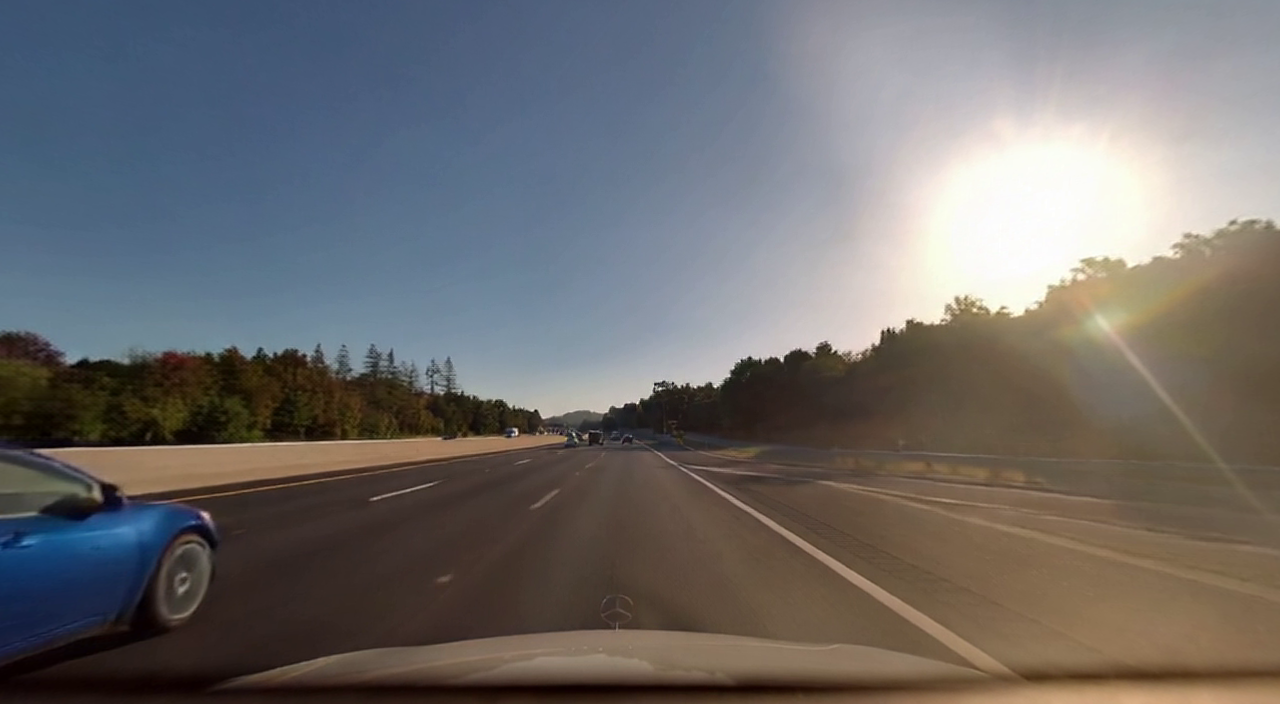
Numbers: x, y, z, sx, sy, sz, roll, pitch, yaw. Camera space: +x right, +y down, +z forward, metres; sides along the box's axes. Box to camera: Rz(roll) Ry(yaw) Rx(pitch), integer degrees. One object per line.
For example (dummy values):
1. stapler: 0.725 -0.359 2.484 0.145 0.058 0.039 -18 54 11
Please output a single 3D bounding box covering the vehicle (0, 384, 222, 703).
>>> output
1. vehicle: -3.794 0.800 1.976 2.026 1.517 4.325 0 -8 -1
